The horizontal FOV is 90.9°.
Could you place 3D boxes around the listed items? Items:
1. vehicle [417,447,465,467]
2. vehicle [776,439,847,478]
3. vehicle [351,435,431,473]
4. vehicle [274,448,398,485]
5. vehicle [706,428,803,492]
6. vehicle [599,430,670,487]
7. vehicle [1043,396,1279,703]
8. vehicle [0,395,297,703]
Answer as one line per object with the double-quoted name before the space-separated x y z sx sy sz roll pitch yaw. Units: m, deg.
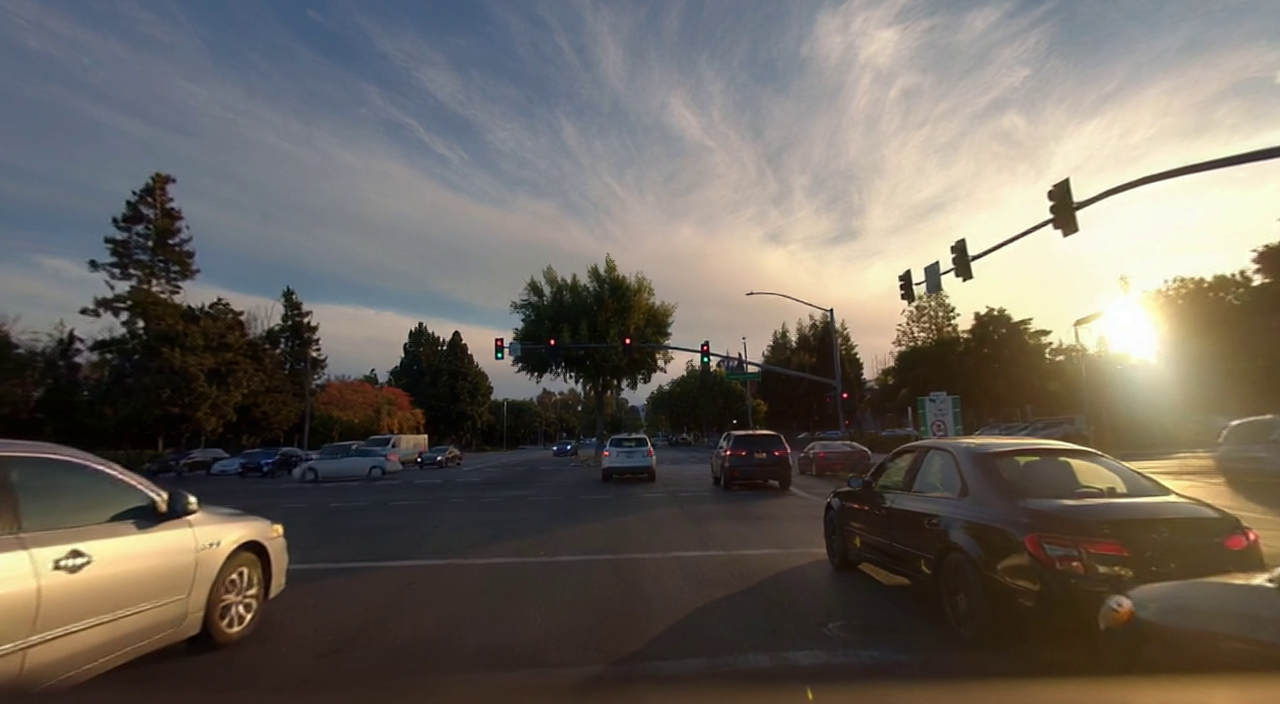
"vehicle" -14.083 7.437 44.929 1.926 1.325 4.162 -1 -8 2
"vehicle" 6.913 4.332 25.852 1.847 1.432 4.039 0 -8 1
"vehicle" -13.993 5.770 35.830 2.196 1.961 5.359 0 -8 2
"vehicle" -12.112 4.562 25.358 4.094 1.328 1.700 0 -8 -7
"vehicle" 3.353 3.278 19.422 2.097 1.707 4.461 0 -8 0
"vehicle" -0.155 3.644 21.793 2.215 1.749 3.976 0 -8 0
"vehicle" 3.068 0.732 1.062 1.960 1.460 4.233 0 -8 0
"vehicle" -3.582 0.926 2.517 1.941 1.492 4.399 0 -8 0
